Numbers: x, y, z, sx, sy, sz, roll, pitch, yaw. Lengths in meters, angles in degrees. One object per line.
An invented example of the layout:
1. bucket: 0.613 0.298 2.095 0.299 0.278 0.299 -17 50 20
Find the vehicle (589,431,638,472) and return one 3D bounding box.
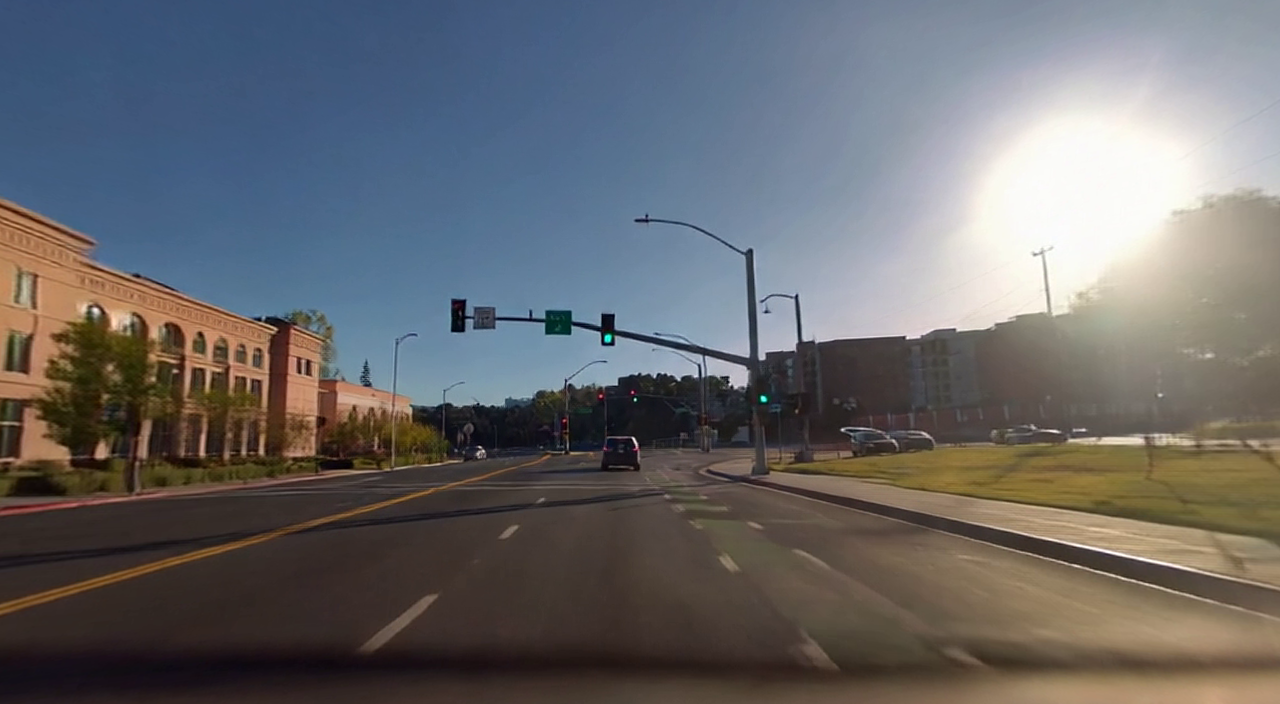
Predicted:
1. vehicle: -1.225 4.870 31.074 2.230 1.827 4.298 0 -8 0

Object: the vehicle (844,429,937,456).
1. vehicle: 14.093 5.116 35.685 4.486 1.494 1.802 -1 -8 4

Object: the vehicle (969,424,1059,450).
1. vehicle: 28.815 6.587 48.845 5.442 1.924 2.330 1 -8 0
